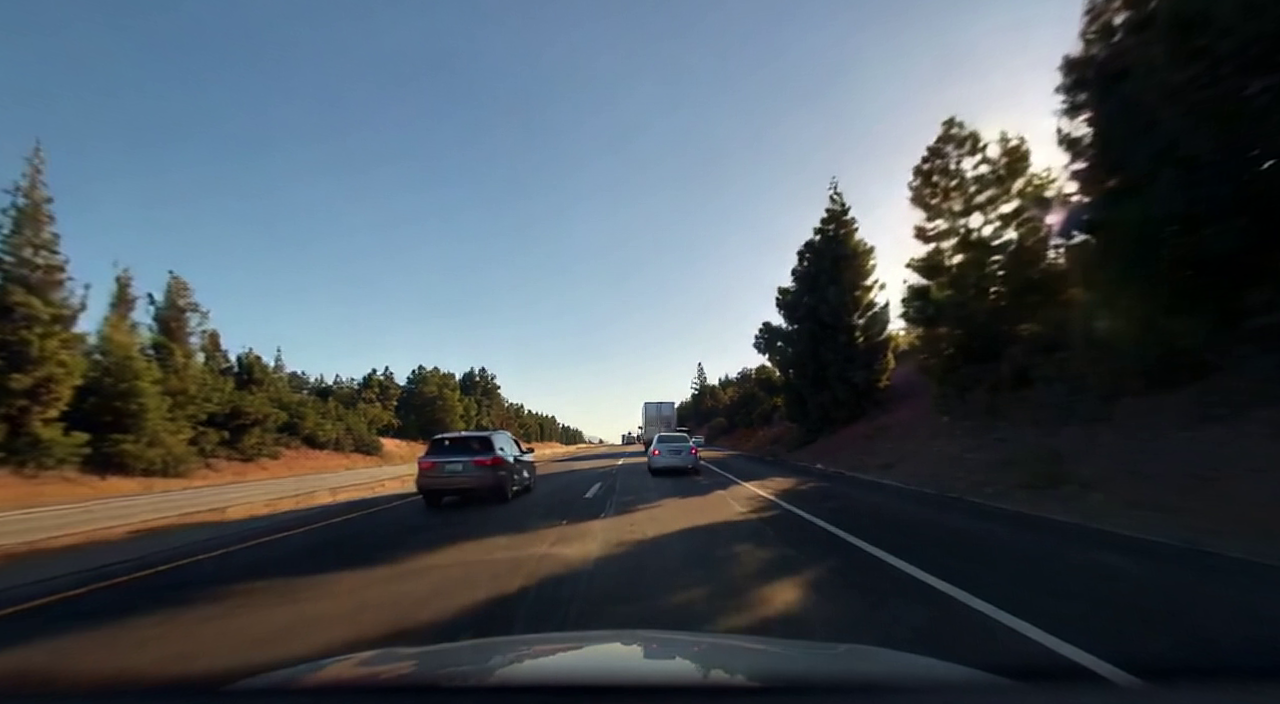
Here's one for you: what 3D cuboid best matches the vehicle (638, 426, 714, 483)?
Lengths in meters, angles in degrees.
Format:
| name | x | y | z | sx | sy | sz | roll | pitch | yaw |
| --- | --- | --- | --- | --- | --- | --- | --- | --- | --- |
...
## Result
| name | x | y | z | sx | sy | sz | roll | pitch | yaw |
| --- | --- | --- | --- | --- | --- | --- | --- | --- | --- |
| vehicle | 0.988 | 3.117 | 19.484 | 2.072 | 1.534 | 4.300 | 0 | -8 | 0 |

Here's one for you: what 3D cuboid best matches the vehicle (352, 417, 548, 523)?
| name | x | y | z | sx | sy | sz | roll | pitch | yaw |
| --- | --- | --- | --- | --- | --- | --- | --- | --- | --- |
| vehicle | -3.310 | 2.156 | 12.236 | 2.192 | 1.623 | 4.887 | 0 | -8 | 1 |
